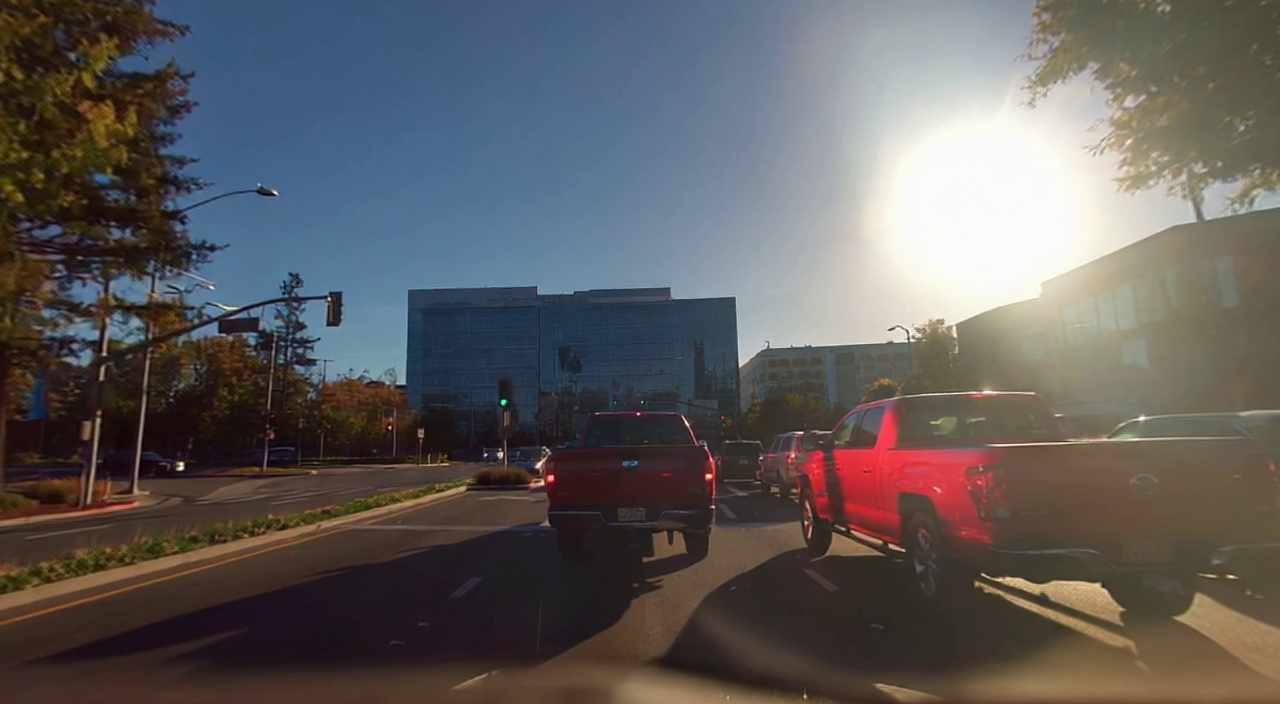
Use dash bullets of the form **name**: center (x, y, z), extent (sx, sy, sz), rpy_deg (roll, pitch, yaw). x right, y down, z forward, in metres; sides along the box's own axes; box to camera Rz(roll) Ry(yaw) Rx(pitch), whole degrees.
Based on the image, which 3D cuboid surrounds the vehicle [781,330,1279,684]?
- **vehicle**: center (3.323, 1.261, 6.398), extent (2.412, 1.953, 5.682), rpy_deg (0, -9, -1)

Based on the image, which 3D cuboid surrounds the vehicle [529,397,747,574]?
- **vehicle**: center (-0.075, 1.751, 9.102), extent (2.240, 1.821, 5.001), rpy_deg (0, -9, -1)

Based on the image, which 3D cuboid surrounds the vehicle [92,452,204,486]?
- **vehicle**: center (-26.483, 6.265, 34.209), extent (4.437, 1.669, 1.936), rpy_deg (5, -10, -30)
